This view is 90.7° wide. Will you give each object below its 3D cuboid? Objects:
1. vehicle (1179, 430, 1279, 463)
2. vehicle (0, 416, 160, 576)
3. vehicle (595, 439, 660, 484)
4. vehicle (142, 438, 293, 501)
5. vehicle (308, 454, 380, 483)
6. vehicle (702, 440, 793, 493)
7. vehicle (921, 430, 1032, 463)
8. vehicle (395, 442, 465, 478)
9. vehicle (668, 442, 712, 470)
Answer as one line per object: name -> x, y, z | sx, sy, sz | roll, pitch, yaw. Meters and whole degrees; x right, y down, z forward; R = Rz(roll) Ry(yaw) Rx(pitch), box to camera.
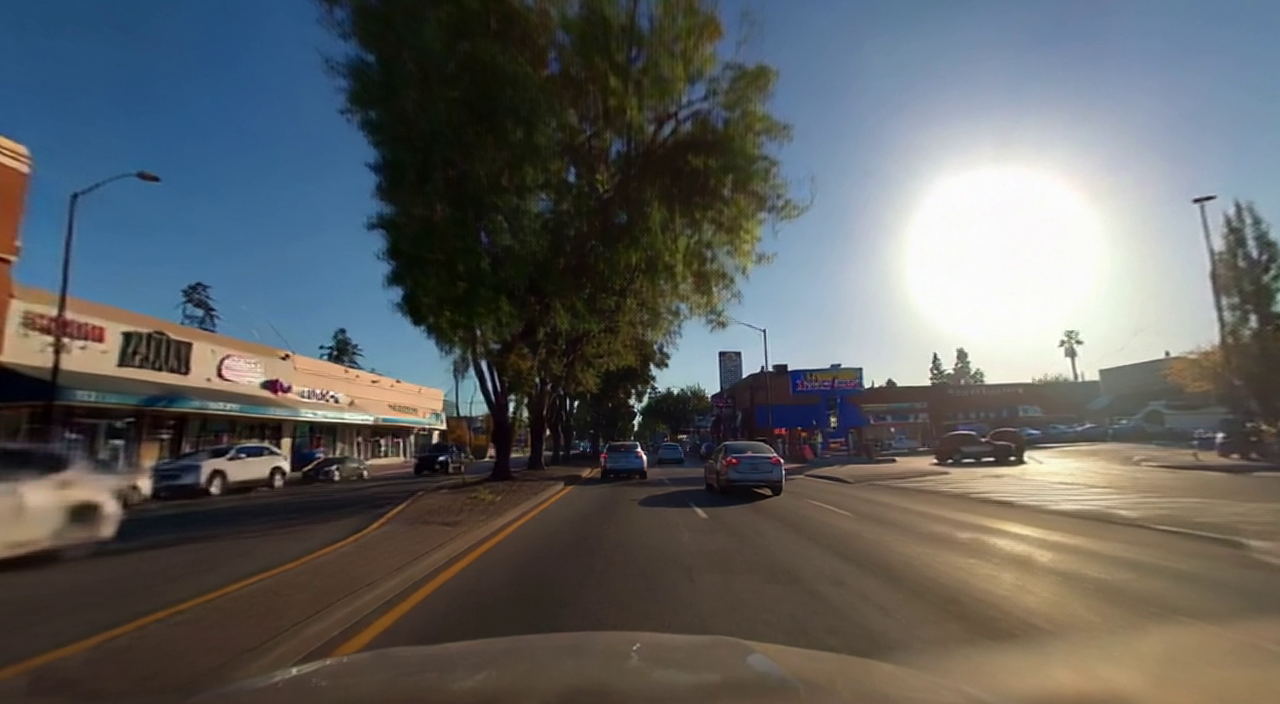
vehicle -> 27.864, 4.329, 29.023 | 4.478, 1.450, 1.968 | 0, -9, -3
vehicle -> -8.203, 1.611, 7.059 | 2.273, 1.748, 4.379 | 0, -9, -1
vehicle -> -0.468, 4.116, 24.028 | 2.232, 1.508, 4.319 | 0, -9, -1
vehicle -> -15.410, 4.257, 23.555 | 2.184, 1.965, 5.078 | -2, -8, -1
vehicle -> -15.728, 6.183, 33.857 | 1.826, 1.396, 4.274 | 0, -9, -1
vehicle -> 3.278, 3.589, 20.199 | 2.060, 1.471, 4.168 | 0, -9, -2
vehicle -> 19.006, 5.375, 35.887 | 4.948, 1.733, 2.296 | 0, -9, -2
vehicle -> -11.278, 5.816, 34.416 | 2.233, 1.799, 4.700 | 0, -9, 0
vehicle -> 2.833, 6.018, 36.814 | 2.098, 1.527, 3.966 | 0, -9, -2
